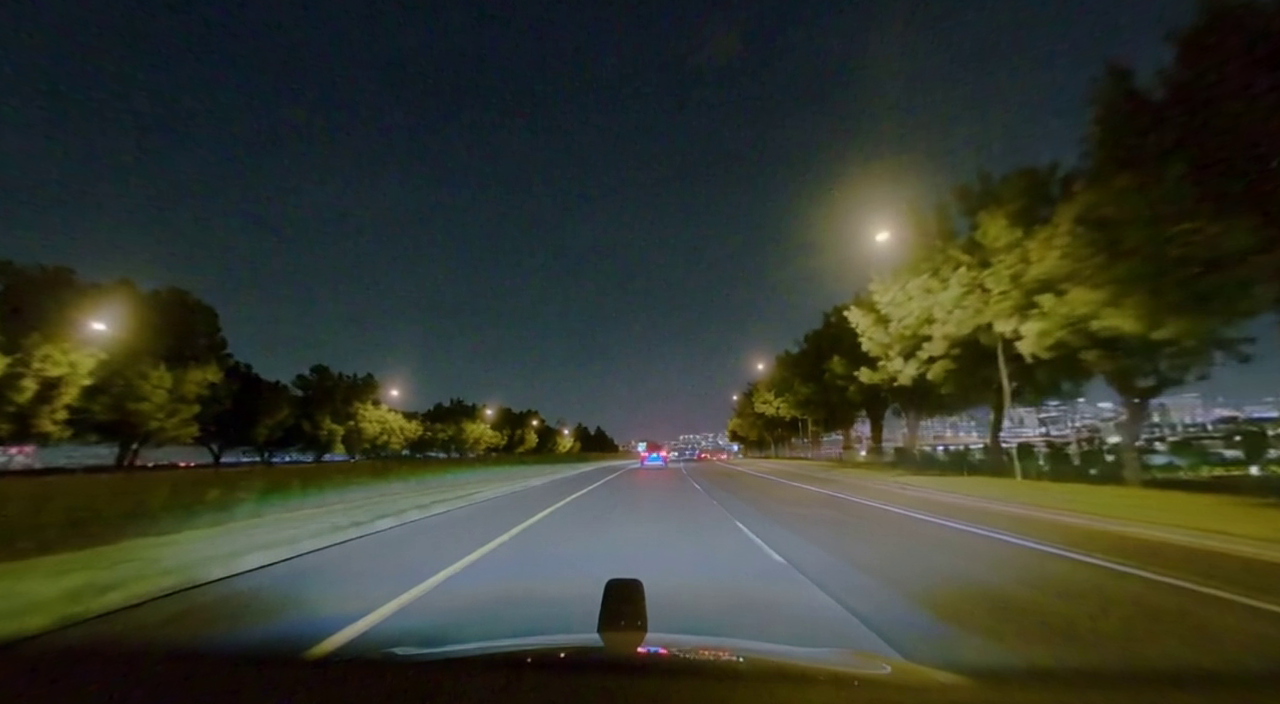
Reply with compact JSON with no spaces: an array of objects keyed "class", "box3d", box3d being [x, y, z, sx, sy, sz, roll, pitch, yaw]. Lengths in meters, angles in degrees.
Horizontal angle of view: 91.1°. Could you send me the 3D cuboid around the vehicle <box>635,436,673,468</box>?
[{"class":"vehicle","box3d":[1.095,7.292,45.858,2.546,2.126,5.153,-1,-9,4]}]
